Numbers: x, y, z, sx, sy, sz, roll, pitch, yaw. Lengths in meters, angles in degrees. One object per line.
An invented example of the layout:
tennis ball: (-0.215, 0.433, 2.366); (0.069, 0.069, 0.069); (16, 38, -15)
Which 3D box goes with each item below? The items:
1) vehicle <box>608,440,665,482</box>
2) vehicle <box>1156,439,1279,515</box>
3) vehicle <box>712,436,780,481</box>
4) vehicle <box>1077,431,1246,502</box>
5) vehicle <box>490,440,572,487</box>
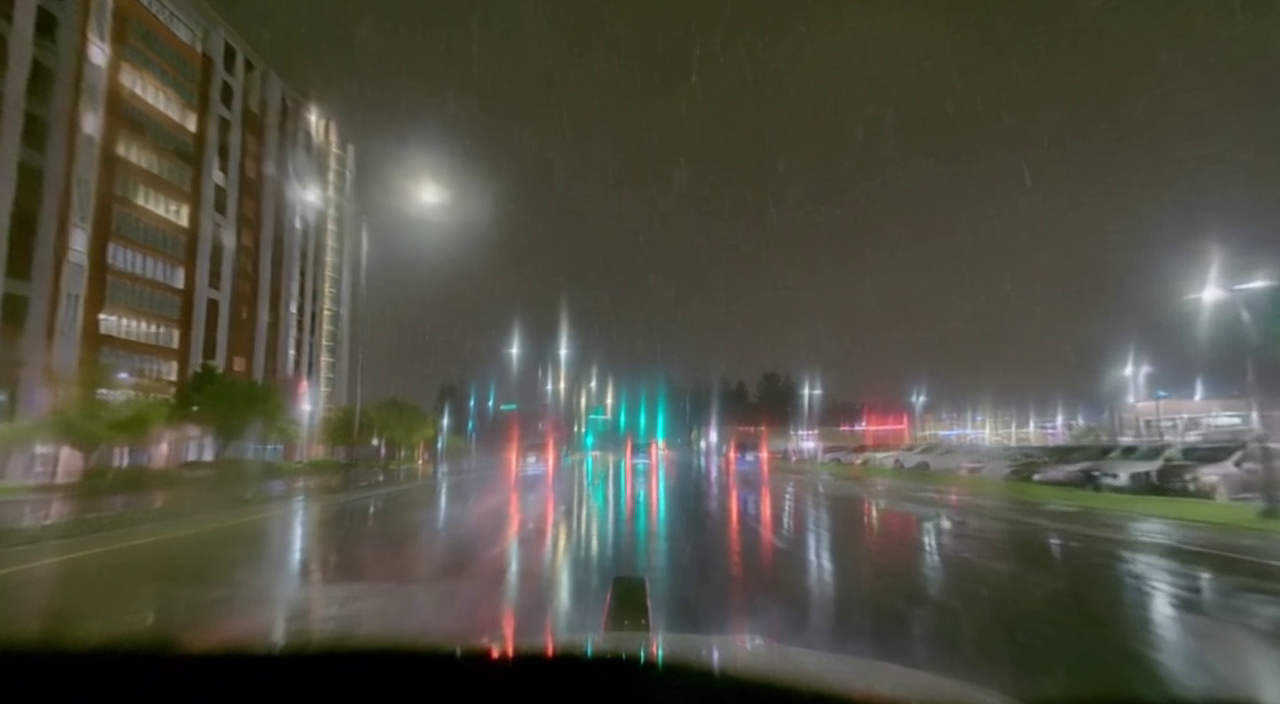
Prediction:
vehicle: (-0.120, 4.206, 24.619); (2.059, 1.477, 3.988); (0, -8, 0)
vehicle: (13.701, 2.653, 13.851); (4.103, 1.434, 2.024); (4, -9, -27)
vehicle: (4.212, 4.291, 25.705); (2.007, 1.683, 4.171); (0, -8, 0)
vehicle: (13.941, 2.983, 16.823); (4.230, 1.645, 1.998); (5, -10, -30)
vehicle: (-3.755, 3.947, 22.657); (2.029, 1.482, 4.591); (0, -8, 1)
